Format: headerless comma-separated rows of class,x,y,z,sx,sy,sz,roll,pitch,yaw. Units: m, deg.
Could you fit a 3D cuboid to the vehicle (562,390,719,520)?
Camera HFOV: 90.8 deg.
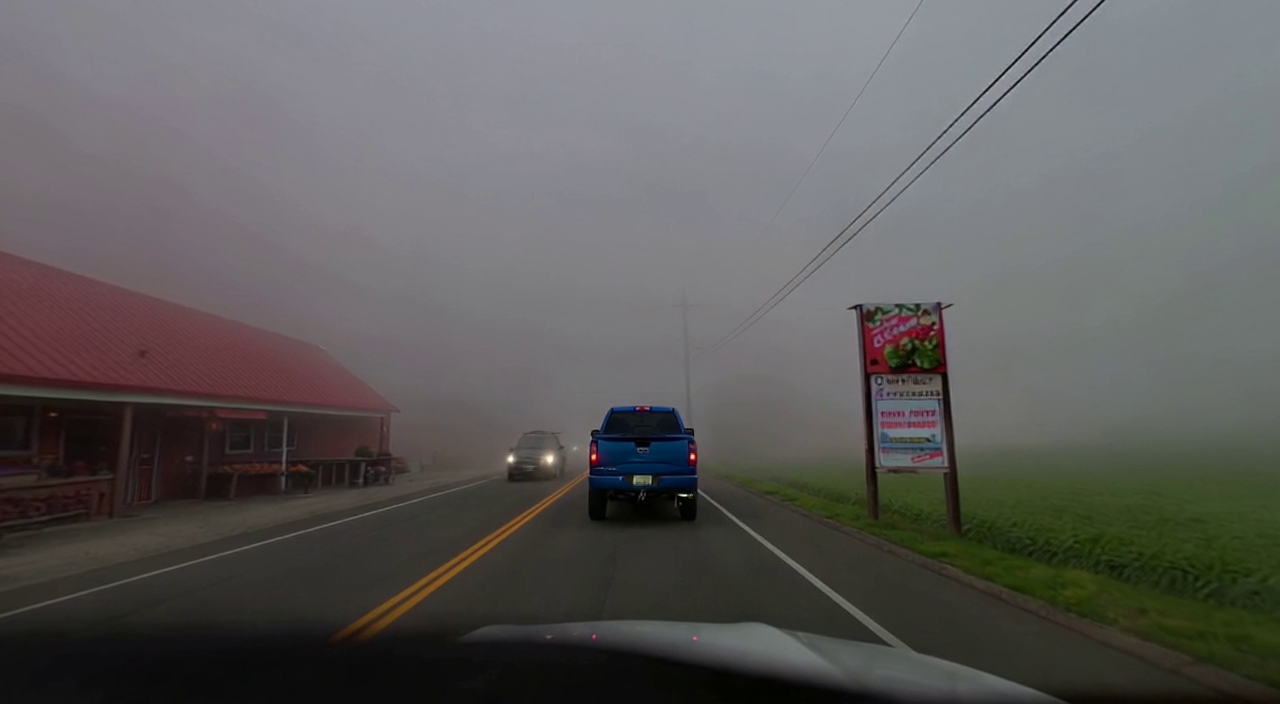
vehicle,-0.064,2.206,13.883,2.693,2.223,5.885,0,-8,-2

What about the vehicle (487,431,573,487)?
vehicle,-3.932,3.923,23.452,2.341,1.726,4.579,-3,-8,0
